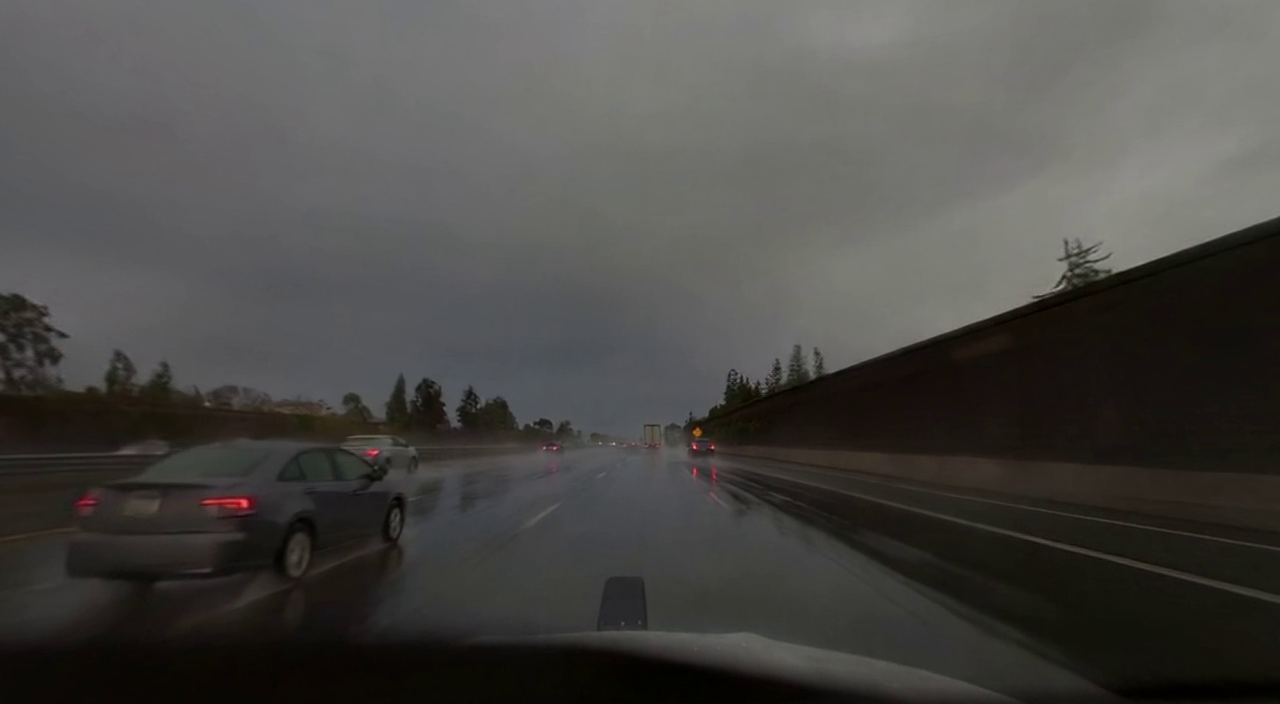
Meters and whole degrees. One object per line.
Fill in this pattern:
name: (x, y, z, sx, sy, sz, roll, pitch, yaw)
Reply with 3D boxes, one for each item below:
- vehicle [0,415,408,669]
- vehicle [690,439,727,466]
vehicle: (-3.956, 1.425, 5.827, 1.947, 1.479, 4.114, 0, -8, 1)
vehicle: (4.474, 6.631, 41.435, 2.046, 1.655, 4.143, 0, -8, 1)
